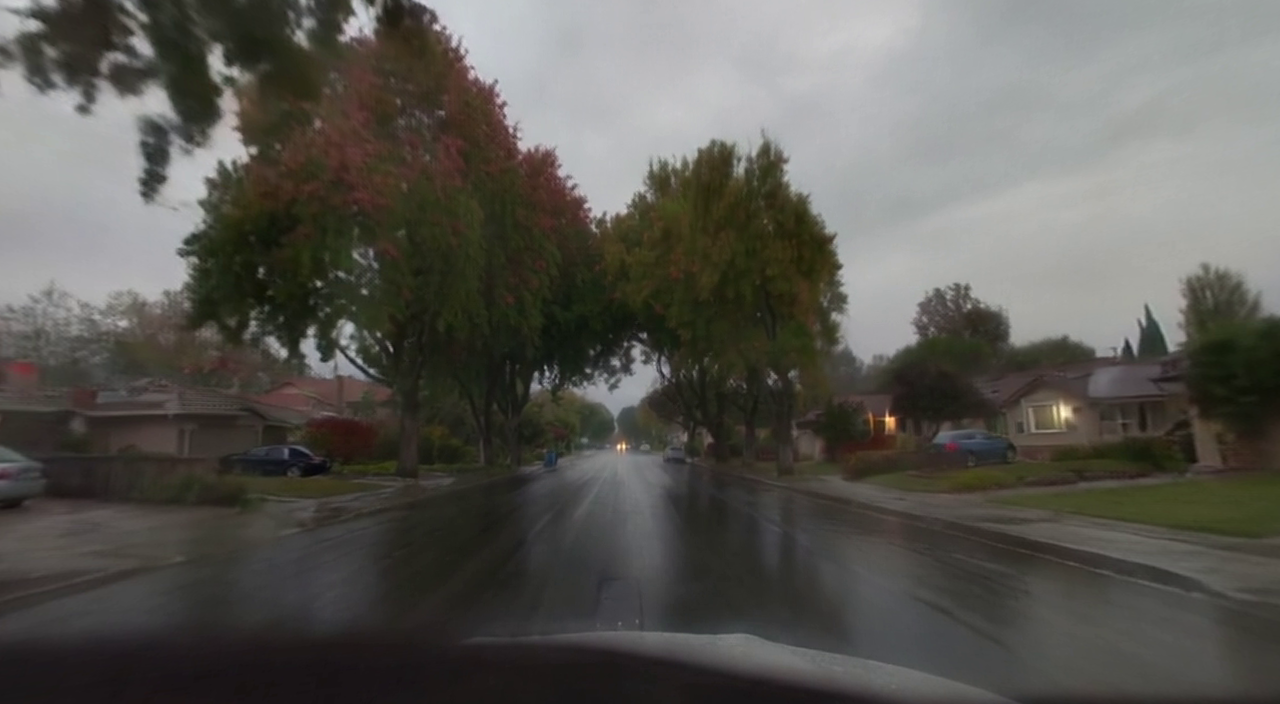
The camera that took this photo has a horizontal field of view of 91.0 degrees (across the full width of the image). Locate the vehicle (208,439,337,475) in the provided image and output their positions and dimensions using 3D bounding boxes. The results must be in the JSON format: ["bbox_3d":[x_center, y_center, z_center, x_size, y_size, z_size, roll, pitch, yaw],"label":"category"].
[{"bbox_3d":[-16.015,4.606,27.620,4.351,1.474,2.015,0,-9,-2],"label":"vehicle"}]

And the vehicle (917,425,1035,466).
[{"bbox_3d":[15.101,4.186,28.340,4.468,1.728,2.135,3,-9,-20],"label":"vehicle"}]
